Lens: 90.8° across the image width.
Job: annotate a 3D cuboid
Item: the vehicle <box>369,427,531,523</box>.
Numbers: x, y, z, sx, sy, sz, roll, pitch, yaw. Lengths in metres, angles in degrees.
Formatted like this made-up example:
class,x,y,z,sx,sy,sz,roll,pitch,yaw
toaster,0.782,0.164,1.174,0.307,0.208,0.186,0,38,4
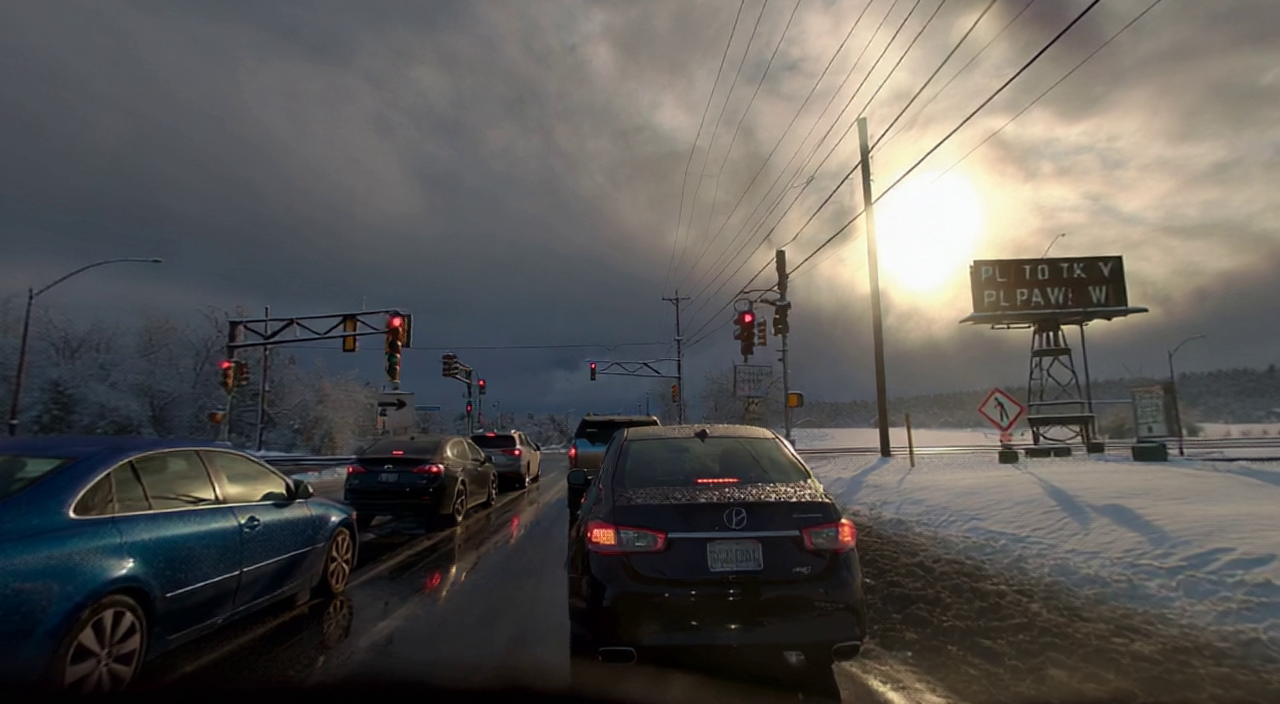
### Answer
class,x,y,z,sx,sy,sz,roll,pitch,yaw
vehicle,-3.369,2.262,12.076,1.984,1.505,3.982,0,-9,-2

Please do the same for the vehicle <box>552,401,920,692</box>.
class,x,y,z,sx,sy,sz,roll,pitch,yaw
vehicle,0.406,1.336,5.455,1.998,1.529,3.960,1,-9,-4

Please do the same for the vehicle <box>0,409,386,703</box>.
class,x,y,z,sx,sy,sz,roll,pitch,yaw
vehicle,-3.712,1.247,4.437,1.956,1.468,4.585,0,-9,0
